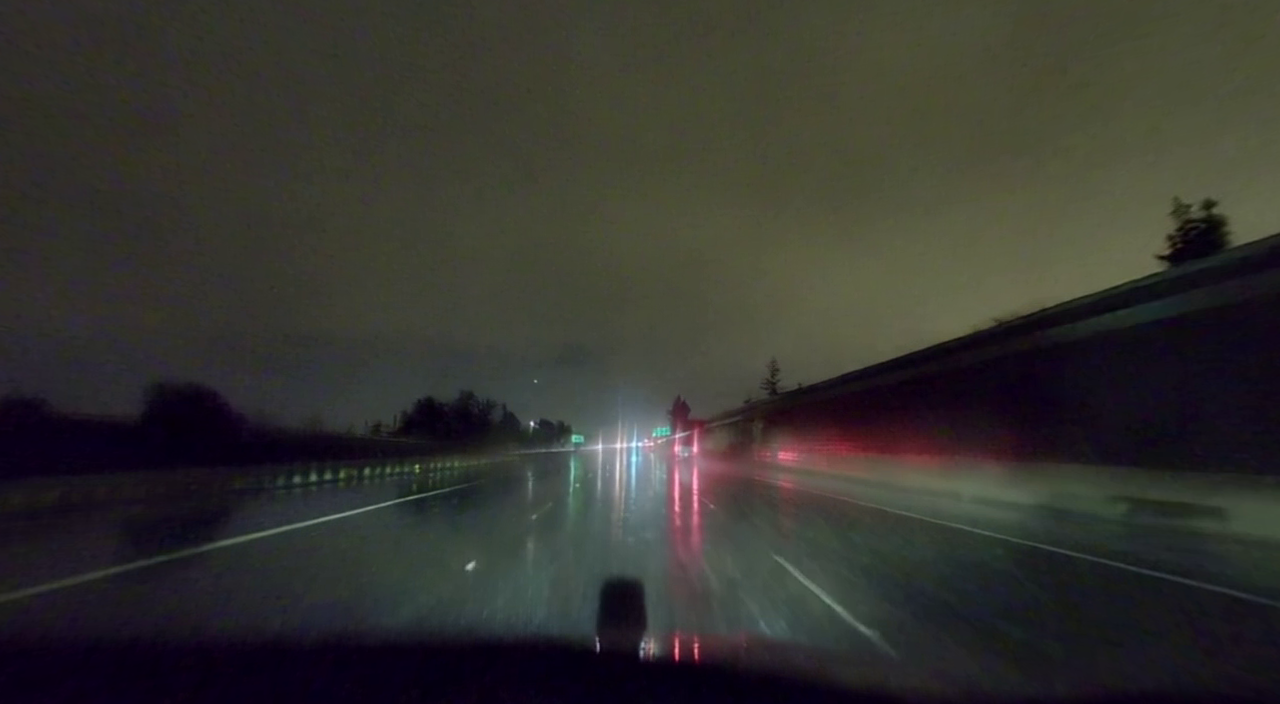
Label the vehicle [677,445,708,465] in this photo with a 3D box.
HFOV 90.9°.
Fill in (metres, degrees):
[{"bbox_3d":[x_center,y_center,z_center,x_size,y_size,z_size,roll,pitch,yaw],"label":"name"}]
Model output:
[{"bbox_3d":[4.104,8.131,49.849,2.003,1.520,4.058,0,-8,-1],"label":"vehicle"}]
